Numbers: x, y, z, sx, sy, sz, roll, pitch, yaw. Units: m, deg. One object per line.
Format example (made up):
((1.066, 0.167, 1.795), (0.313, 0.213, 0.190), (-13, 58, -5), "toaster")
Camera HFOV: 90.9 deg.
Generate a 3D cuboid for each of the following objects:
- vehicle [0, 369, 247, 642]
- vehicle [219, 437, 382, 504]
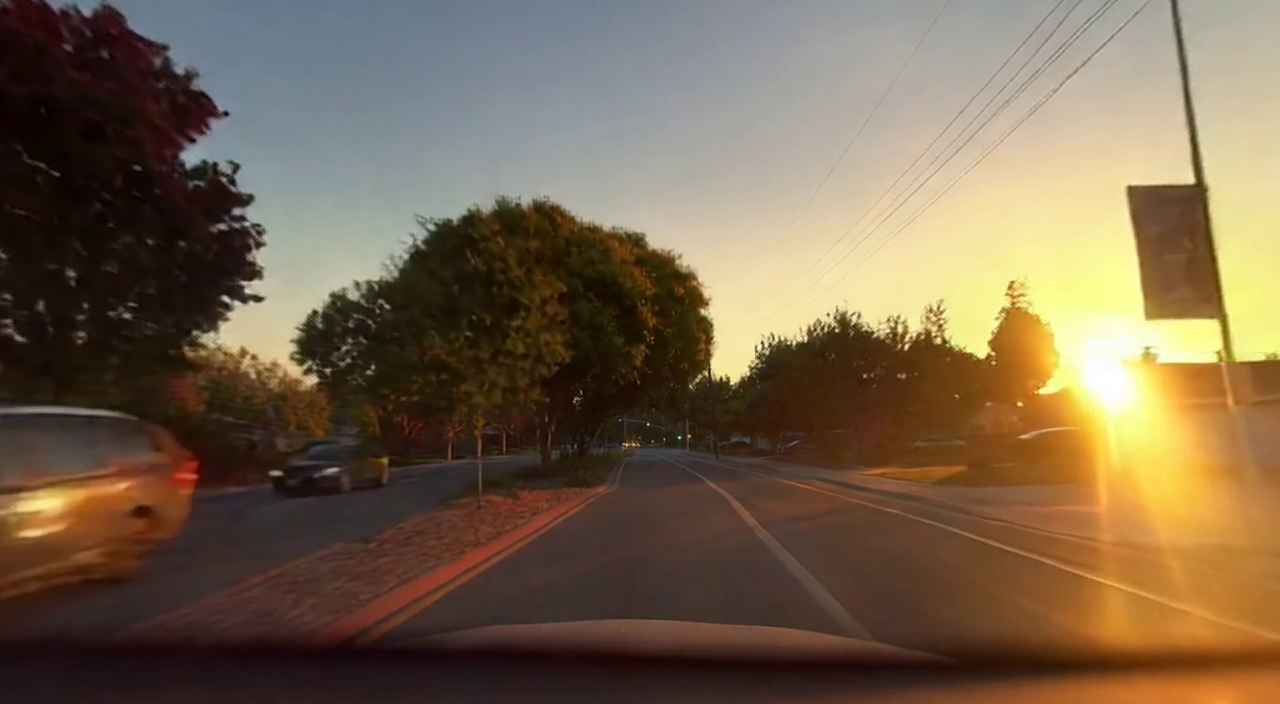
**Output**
((-5.236, 1.057, 4.435), (2.128, 1.753, 4.516), (0, -8, -2), "vehicle")
((-8.800, 3.078, 16.918), (2.066, 1.468, 4.558), (-1, -8, -3), "vehicle")
